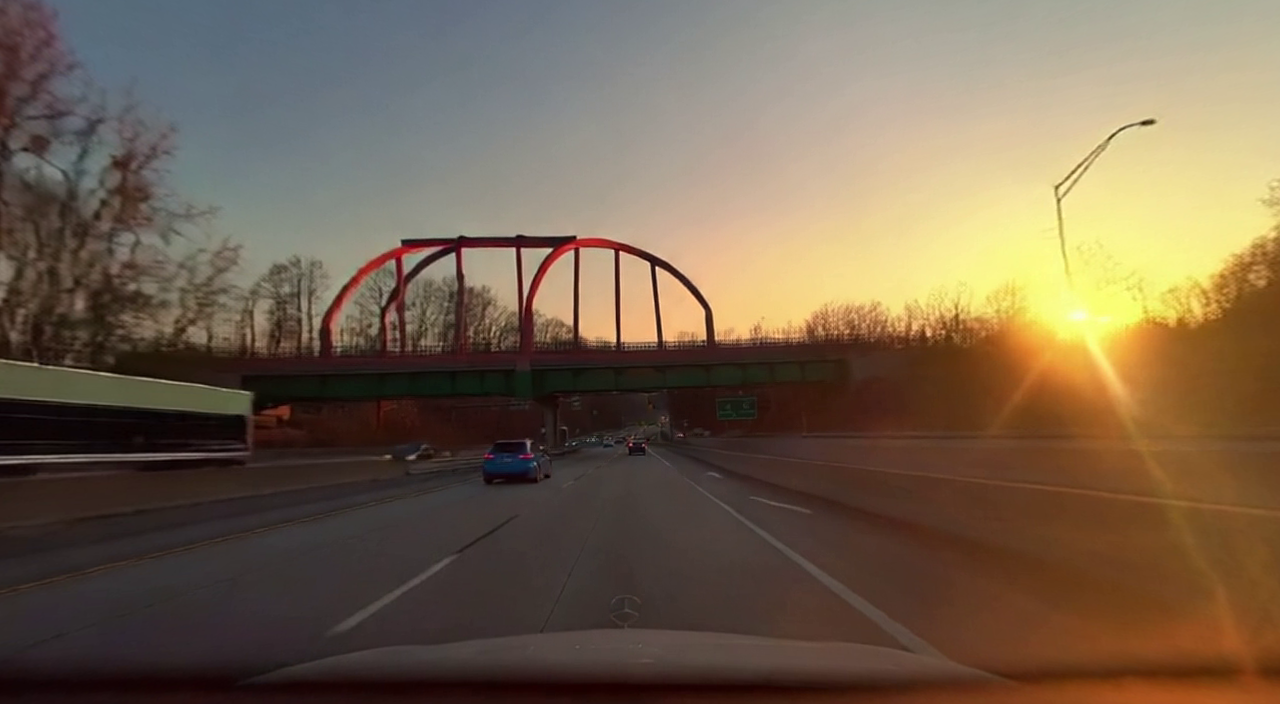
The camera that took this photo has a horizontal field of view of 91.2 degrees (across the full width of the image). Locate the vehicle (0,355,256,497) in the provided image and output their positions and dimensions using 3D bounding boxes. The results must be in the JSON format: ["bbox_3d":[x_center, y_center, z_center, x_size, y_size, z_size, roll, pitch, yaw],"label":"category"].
[{"bbox_3d":[-18.667,2.677,21.449,2.891,3.794,13.043,0,-8,0],"label":"vehicle"}]

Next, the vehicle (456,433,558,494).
[{"bbox_3d":[-3.740,3.224,18.529,2.052,1.556,4.405,0,-8,0],"label":"vehicle"}]
